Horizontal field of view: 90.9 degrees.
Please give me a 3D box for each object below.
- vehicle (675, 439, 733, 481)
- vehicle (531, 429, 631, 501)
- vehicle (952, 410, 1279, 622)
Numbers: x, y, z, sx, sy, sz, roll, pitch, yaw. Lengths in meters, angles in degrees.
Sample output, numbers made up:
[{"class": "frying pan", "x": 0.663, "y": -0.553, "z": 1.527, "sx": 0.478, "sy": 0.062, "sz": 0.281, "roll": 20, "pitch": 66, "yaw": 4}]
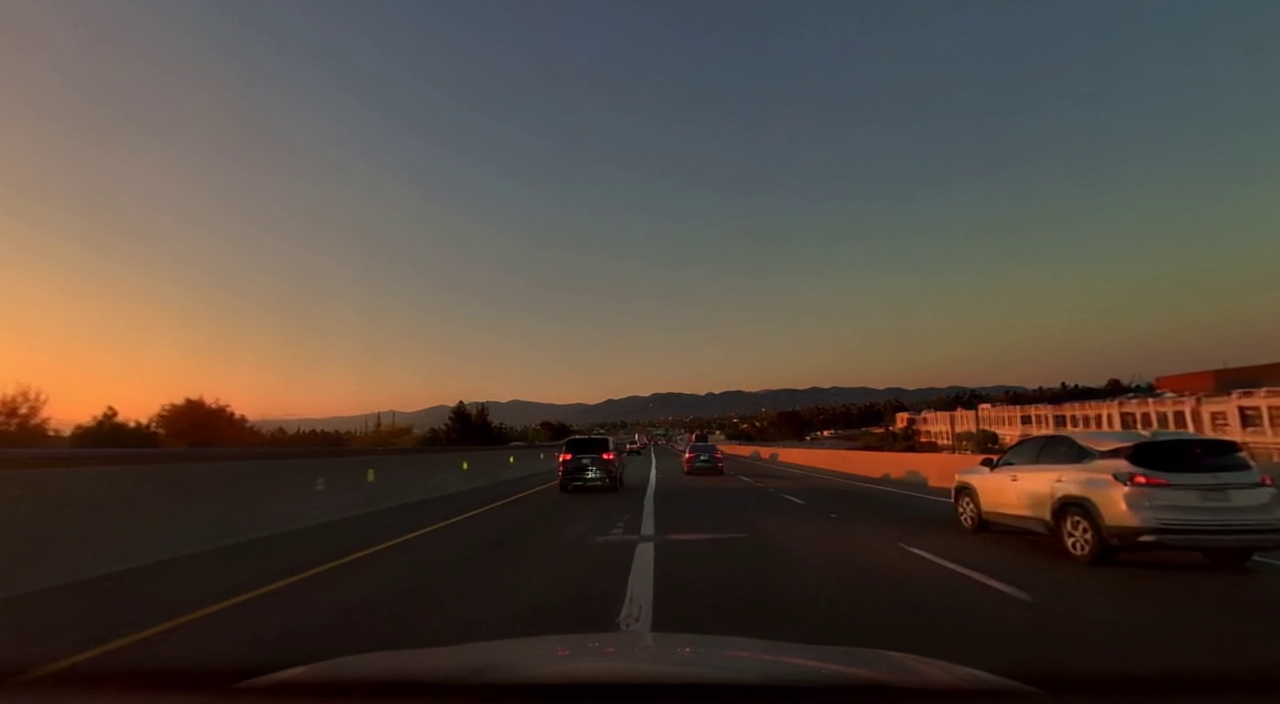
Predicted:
[{"class": "vehicle", "x": 2.547, "y": 4.391, "z": 25.972, "sx": 2.000, "sy": 1.558, "sz": 3.945, "roll": 0, "pitch": -8, "yaw": 1}, {"class": "vehicle", "x": -1.485, "y": 3.128, "z": 17.915, "sx": 2.239, "sy": 1.761, "sz": 4.620, "roll": -1, "pitch": -8, "yaw": 2}, {"class": "vehicle", "x": 5.678, "y": 1.570, "z": 7.112, "sx": 2.027, "sy": 1.588, "sz": 4.611, "roll": 0, "pitch": -8, "yaw": 1}]
